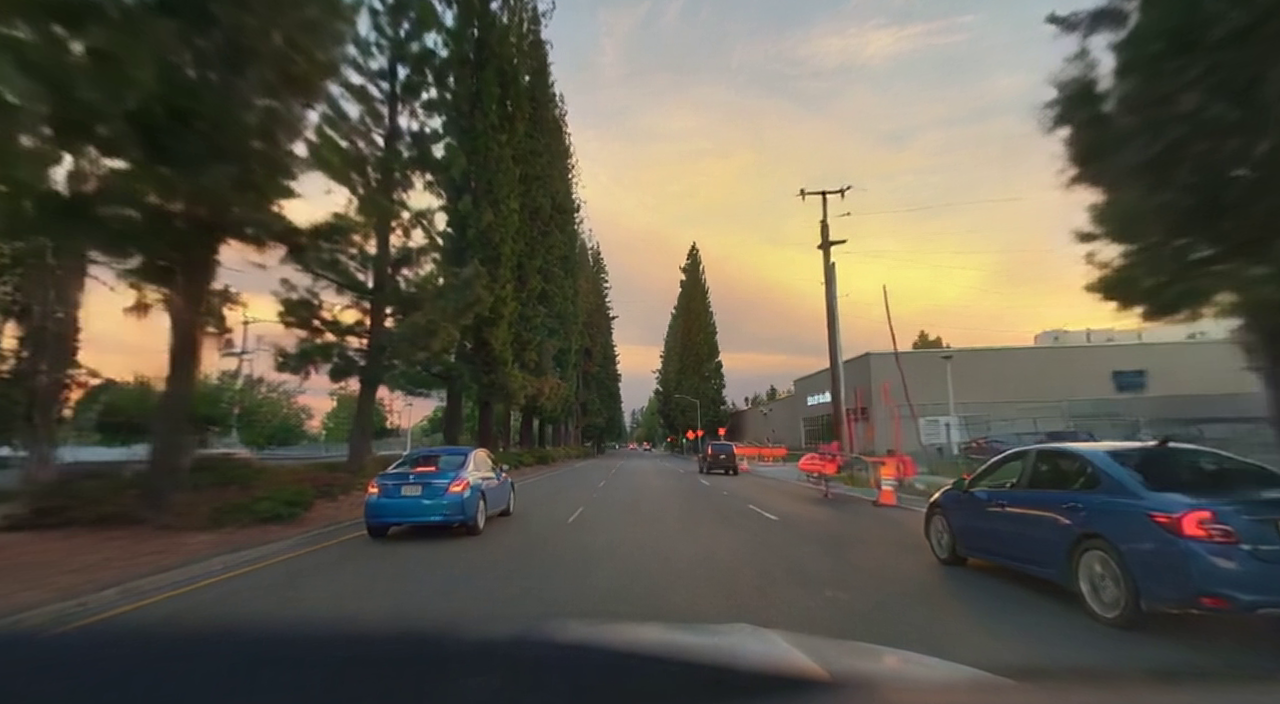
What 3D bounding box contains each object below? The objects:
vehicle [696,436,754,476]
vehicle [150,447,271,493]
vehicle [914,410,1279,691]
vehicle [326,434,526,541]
[{"bbox_3d":[4.141,5.180,31.638,2.159,1.793,4.735,0,-9,-1],"label":"vehicle"},{"bbox_3d":[-17.822,4.883,26.539,1.905,1.713,4.517,0,-9,0],"label":"vehicle"},{"bbox_3d":[4.108,1.348,5.343,1.827,1.491,3.743,0,-9,-1],"label":"vehicle"},{"bbox_3d":[-3.358,2.202,10.909,2.020,1.474,4.098,0,-9,0],"label":"vehicle"}]
